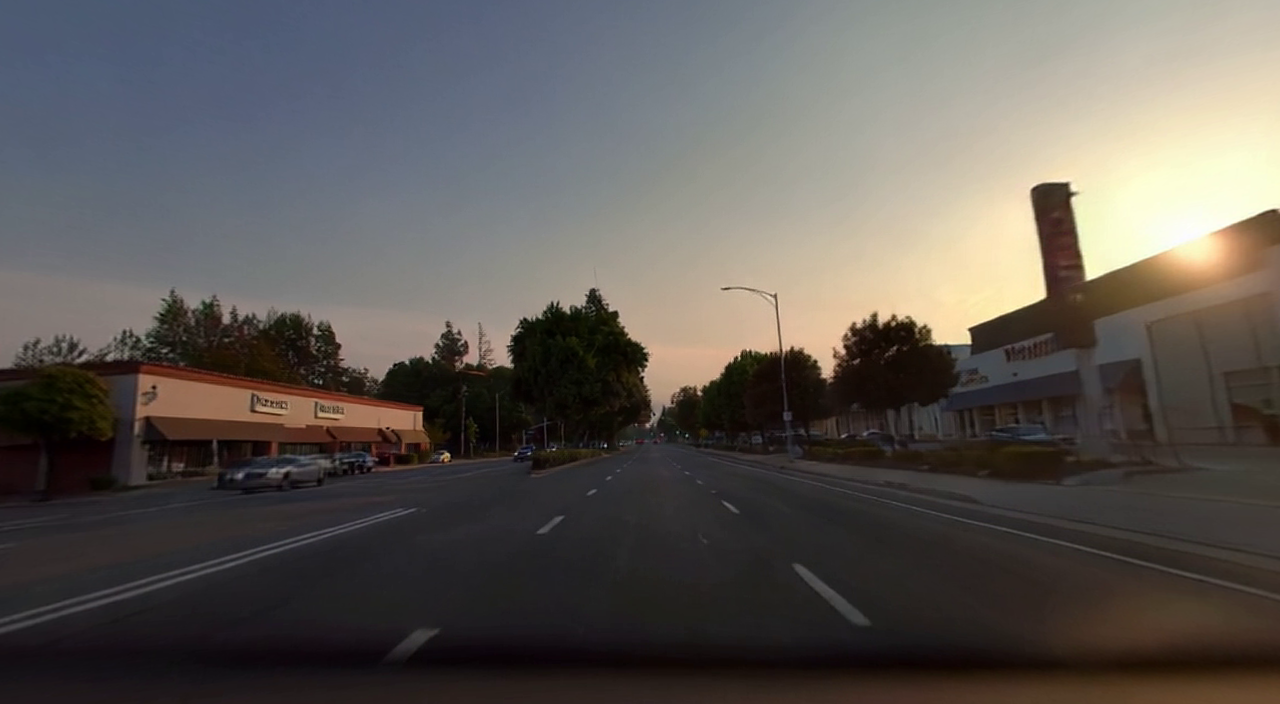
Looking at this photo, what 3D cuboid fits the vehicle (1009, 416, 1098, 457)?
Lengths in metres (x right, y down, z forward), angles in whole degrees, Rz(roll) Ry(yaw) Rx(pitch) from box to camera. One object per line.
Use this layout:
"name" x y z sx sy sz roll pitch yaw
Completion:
"vehicle" 17.846 3.663 27.227 4.277 1.605 1.920 7 -11 -40

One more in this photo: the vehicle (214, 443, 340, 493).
"vehicle" -13.379 4.266 23.694 1.961 1.670 4.583 0 -8 1

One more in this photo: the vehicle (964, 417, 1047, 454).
"vehicle" 17.967 4.135 30.946 4.704 1.652 1.948 7 -11 -40
